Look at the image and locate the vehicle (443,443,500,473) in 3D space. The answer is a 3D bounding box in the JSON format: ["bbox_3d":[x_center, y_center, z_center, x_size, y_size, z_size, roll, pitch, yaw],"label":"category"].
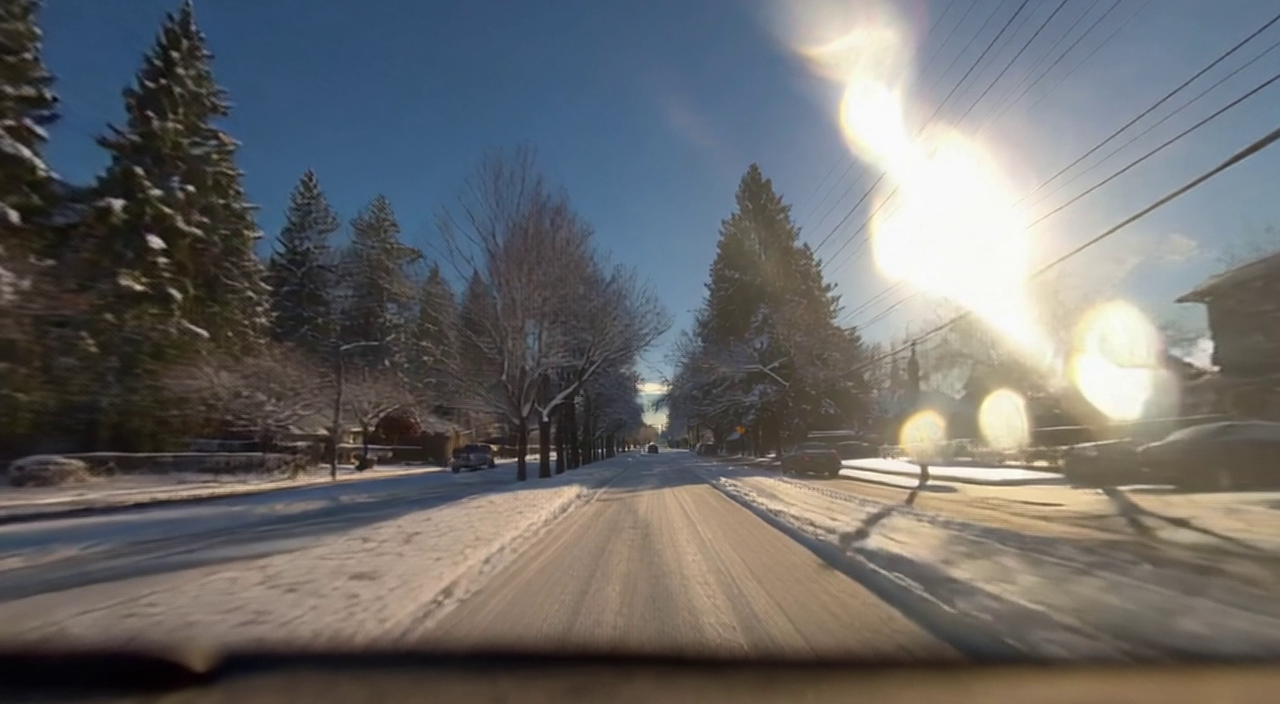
[{"bbox_3d":[-10.603,6.686,40.110,2.077,1.776,4.757,0,-8,3],"label":"vehicle"}]

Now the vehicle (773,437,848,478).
[{"bbox_3d":[8.009,5.001,30.139,2.200,1.783,4.682,1,-8,-1],"label":"vehicle"}]

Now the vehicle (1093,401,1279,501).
[{"bbox_3d":[14.422,2.167,14.492,5.886,2.000,2.372,-4,-8,5],"label":"vehicle"}]
